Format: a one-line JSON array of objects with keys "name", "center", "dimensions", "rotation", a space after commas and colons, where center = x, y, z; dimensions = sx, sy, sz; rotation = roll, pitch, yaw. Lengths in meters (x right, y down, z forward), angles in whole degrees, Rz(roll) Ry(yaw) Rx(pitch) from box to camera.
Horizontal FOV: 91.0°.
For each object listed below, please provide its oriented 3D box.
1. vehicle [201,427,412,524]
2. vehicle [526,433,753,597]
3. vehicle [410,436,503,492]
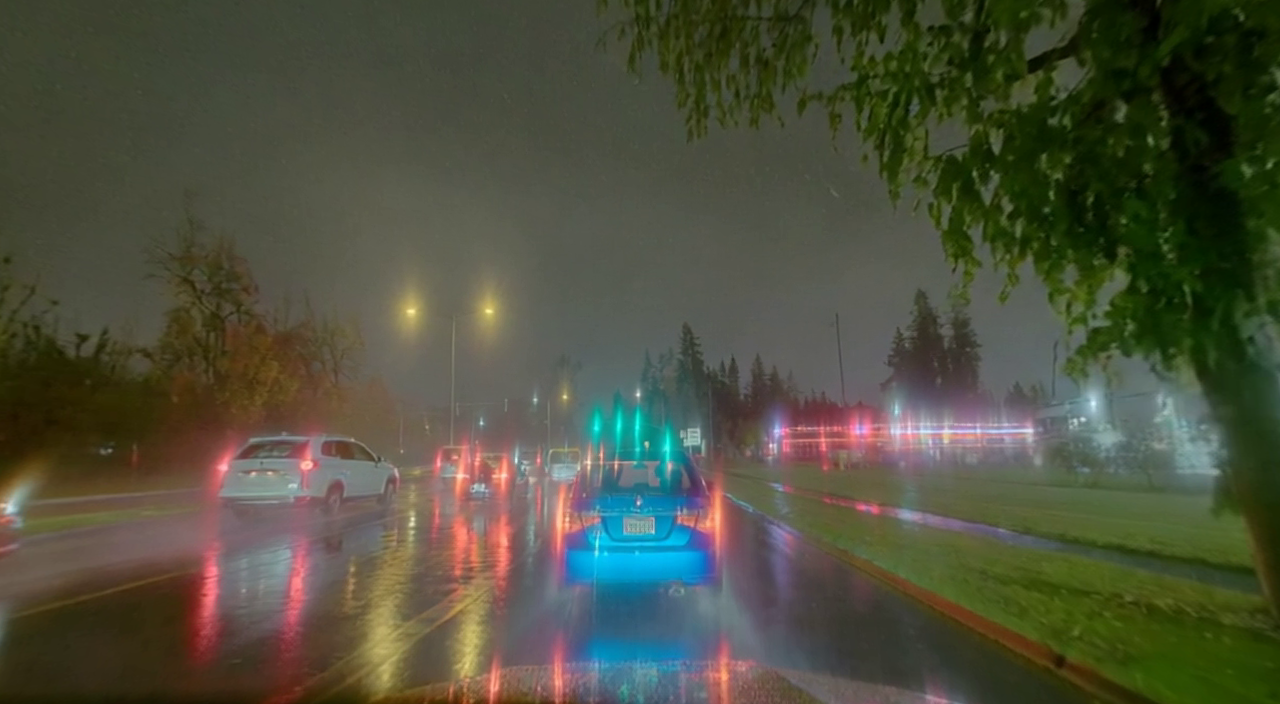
[{"name": "vehicle", "center": [-6.979, 2.618, 13.915], "dimensions": [2.032, 1.767, 4.549], "rotation": [0, -9, 2]}, {"name": "vehicle", "center": [0.033, 1.812, 7.876], "dimensions": [2.091, 1.494, 3.962], "rotation": [0, -9, 1]}, {"name": "vehicle", "center": [-6.849, 4.224, 24.125], "dimensions": [2.130, 1.900, 4.470], "rotation": [0, -9, 1]}]
